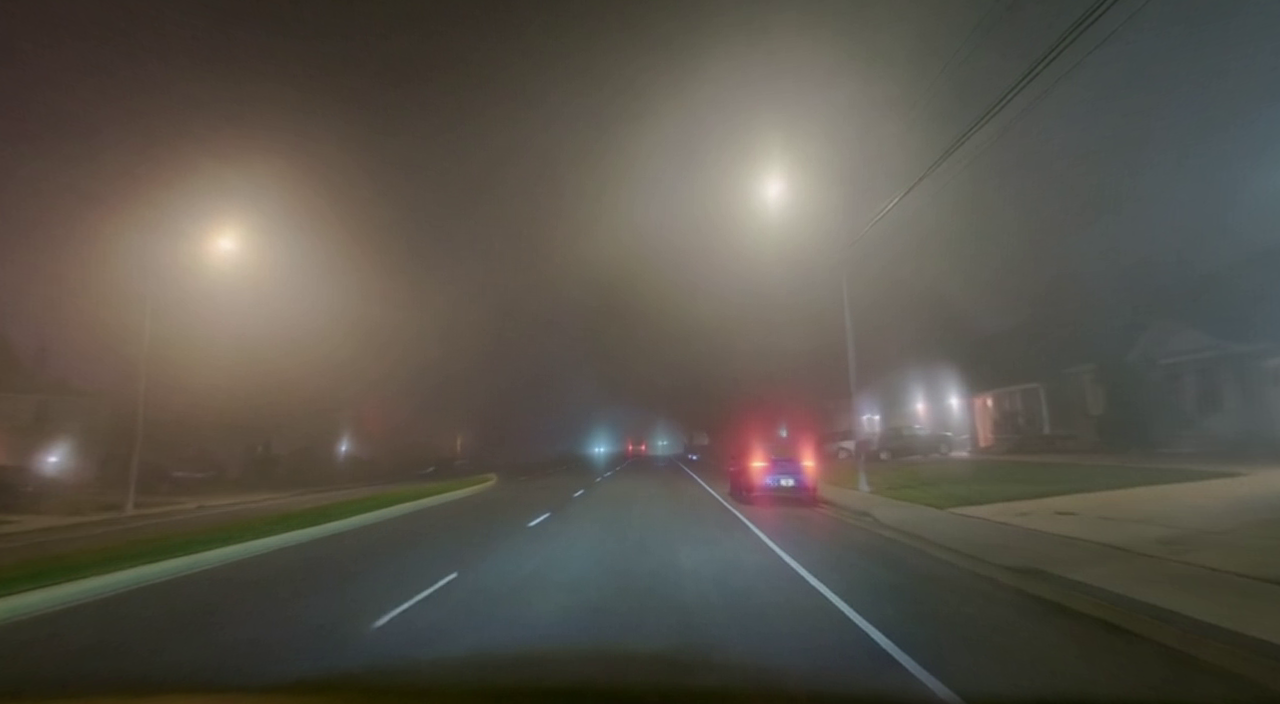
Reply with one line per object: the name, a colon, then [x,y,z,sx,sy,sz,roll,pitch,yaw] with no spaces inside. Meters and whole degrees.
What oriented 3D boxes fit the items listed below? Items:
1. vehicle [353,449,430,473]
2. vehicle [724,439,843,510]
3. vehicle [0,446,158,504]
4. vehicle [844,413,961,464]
vehicle: [-19.366,8.489,49.347,5.044,1.782,2.152,-1,-8,3]
vehicle: [3.297,2.889,15.445,2.016,1.477,4.207,0,-8,2]
vehicle: [-21.265,4.482,23.285,4.912,1.936,2.355,2,-9,-2]
vehicle: [11.219,3.678,26.927,4.591,1.867,2.057,2,-10,-31]
